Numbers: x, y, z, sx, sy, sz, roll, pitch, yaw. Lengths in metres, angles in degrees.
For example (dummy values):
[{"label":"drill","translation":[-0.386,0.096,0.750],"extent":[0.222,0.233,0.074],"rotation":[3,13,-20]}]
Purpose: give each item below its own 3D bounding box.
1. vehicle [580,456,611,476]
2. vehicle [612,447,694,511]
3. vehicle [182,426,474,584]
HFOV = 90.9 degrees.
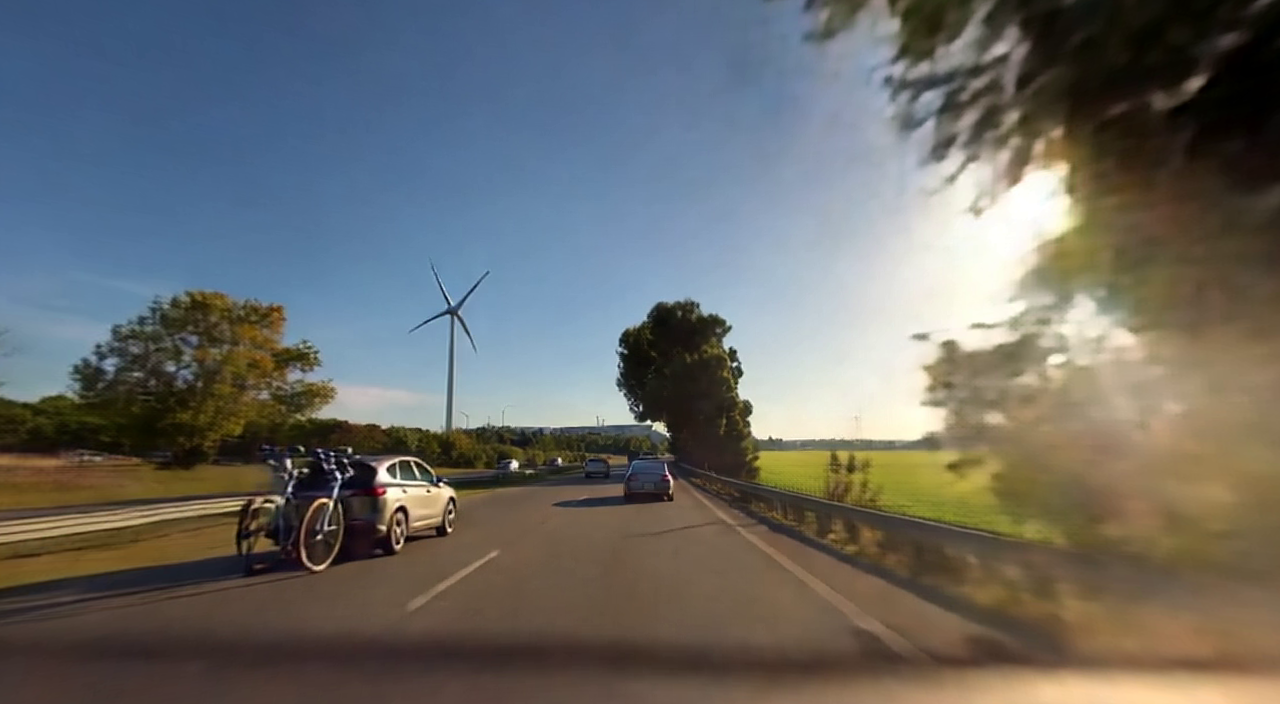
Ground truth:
[{"label":"vehicle","translation":[-3.414,8.879,49.220],"extent":[2.059,1.455,4.205],"rotation":[0,-9,1]},{"label":"vehicle","translation":[0.349,3.546,17.973],"extent":[2.063,1.582,3.955],"rotation":[0,-9,1]},{"label":"vehicle","translation":[-3.915,1.992,8.898],"extent":[1.962,1.681,4.033],"rotation":[0,-9,1]}]
